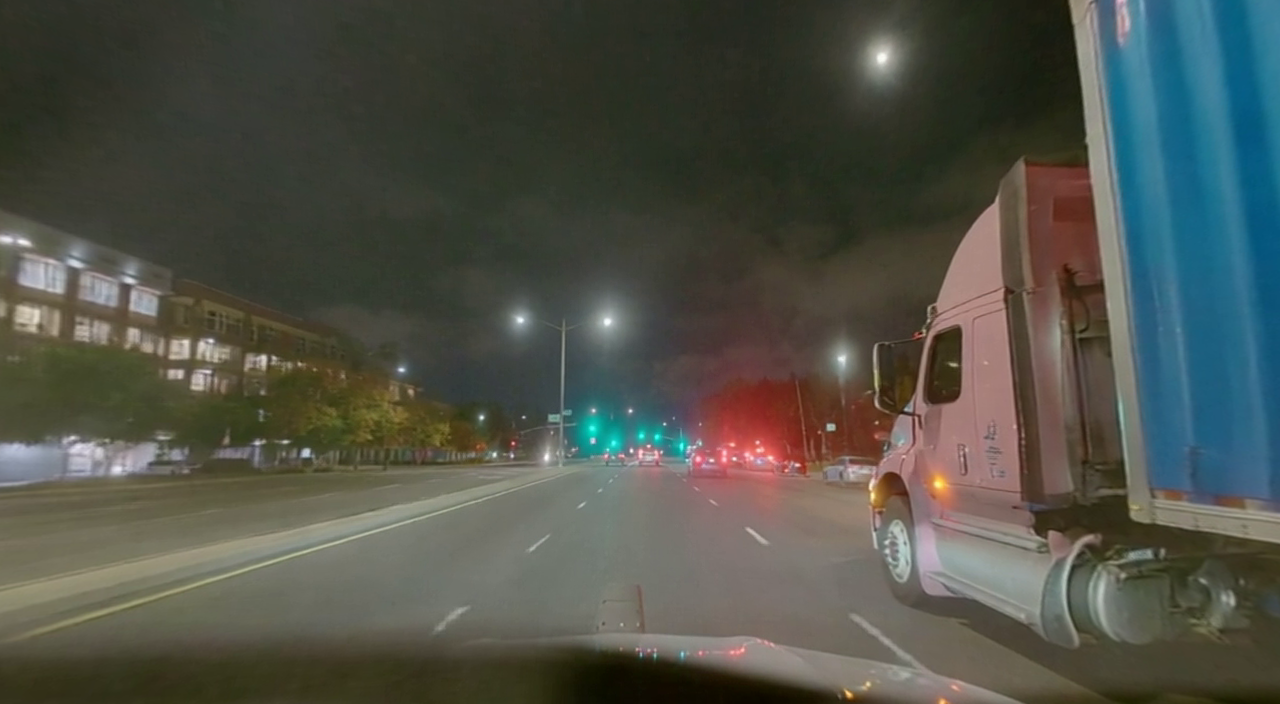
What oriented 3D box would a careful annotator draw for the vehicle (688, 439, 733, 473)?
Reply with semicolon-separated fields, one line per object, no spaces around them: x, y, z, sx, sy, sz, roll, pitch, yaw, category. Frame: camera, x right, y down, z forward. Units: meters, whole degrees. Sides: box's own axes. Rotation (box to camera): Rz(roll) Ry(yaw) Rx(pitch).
4.146;6.214;37.981;2.196;1.908;4.412;0;-8;0;vehicle

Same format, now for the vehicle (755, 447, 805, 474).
8.346;6.510;37.930;2.006;1.484;4.289;0;-8;0;vehicle

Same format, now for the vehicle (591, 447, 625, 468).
-2.393;8.106;48.601;2.211;1.537;4.666;0;-8;2;vehicle

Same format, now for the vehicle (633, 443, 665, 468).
0.674;7.561;46.125;2.276;1.704;3.925;0;-8;1;vehicle

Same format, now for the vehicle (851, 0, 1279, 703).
3.596;-0.213;2.409;3.006;3.679;8.506;-1;-8;3;vehicle
